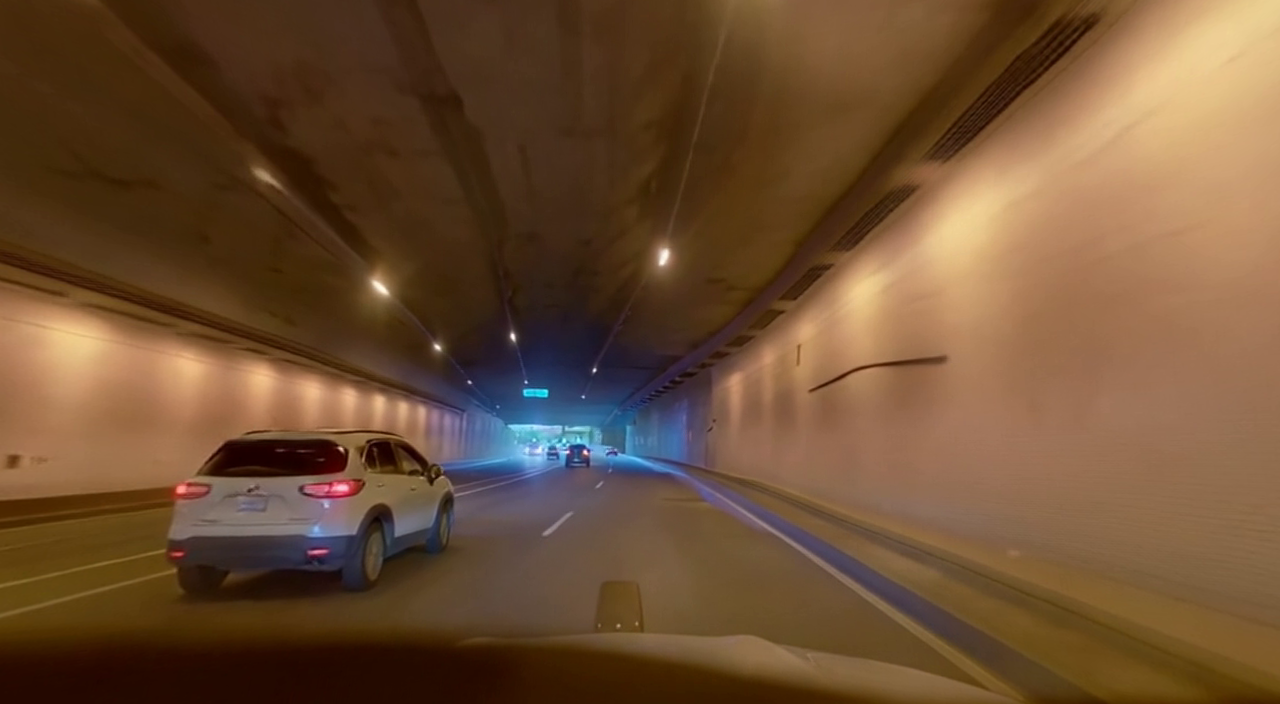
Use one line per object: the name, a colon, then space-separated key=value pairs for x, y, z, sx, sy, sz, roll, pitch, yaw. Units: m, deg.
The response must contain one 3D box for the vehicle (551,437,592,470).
vehicle: x=-3.810 y=5.669 z=35.588 sx=1.961 sy=1.725 sz=4.315 roll=0 pitch=-8 yaw=-2
